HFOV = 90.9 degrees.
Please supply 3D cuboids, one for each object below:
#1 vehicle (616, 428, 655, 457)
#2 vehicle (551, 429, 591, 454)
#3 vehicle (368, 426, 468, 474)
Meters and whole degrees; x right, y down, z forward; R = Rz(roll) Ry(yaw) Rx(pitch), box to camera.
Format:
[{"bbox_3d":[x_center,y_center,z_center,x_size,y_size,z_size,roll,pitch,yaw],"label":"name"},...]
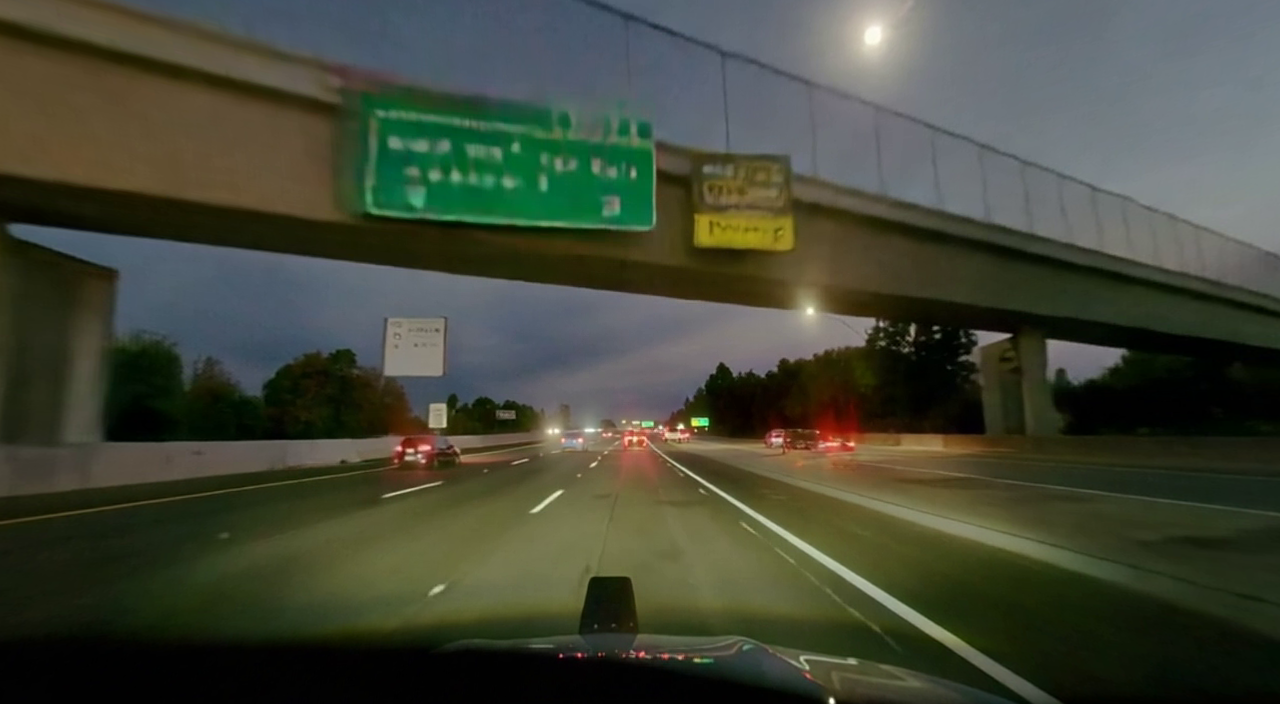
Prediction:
[{"bbox_3d":[-0.288,5.574,39.051,2.240,1.646,4.949,0,-8,-1],"label":"vehicle"},{"bbox_3d":[-4.299,5.693,40.105,2.103,1.512,4.155,0,-8,0],"label":"vehicle"},{"bbox_3d":[-7.789,3.473,22.608,2.009,1.537,4.449,0,-8,0],"label":"vehicle"}]
